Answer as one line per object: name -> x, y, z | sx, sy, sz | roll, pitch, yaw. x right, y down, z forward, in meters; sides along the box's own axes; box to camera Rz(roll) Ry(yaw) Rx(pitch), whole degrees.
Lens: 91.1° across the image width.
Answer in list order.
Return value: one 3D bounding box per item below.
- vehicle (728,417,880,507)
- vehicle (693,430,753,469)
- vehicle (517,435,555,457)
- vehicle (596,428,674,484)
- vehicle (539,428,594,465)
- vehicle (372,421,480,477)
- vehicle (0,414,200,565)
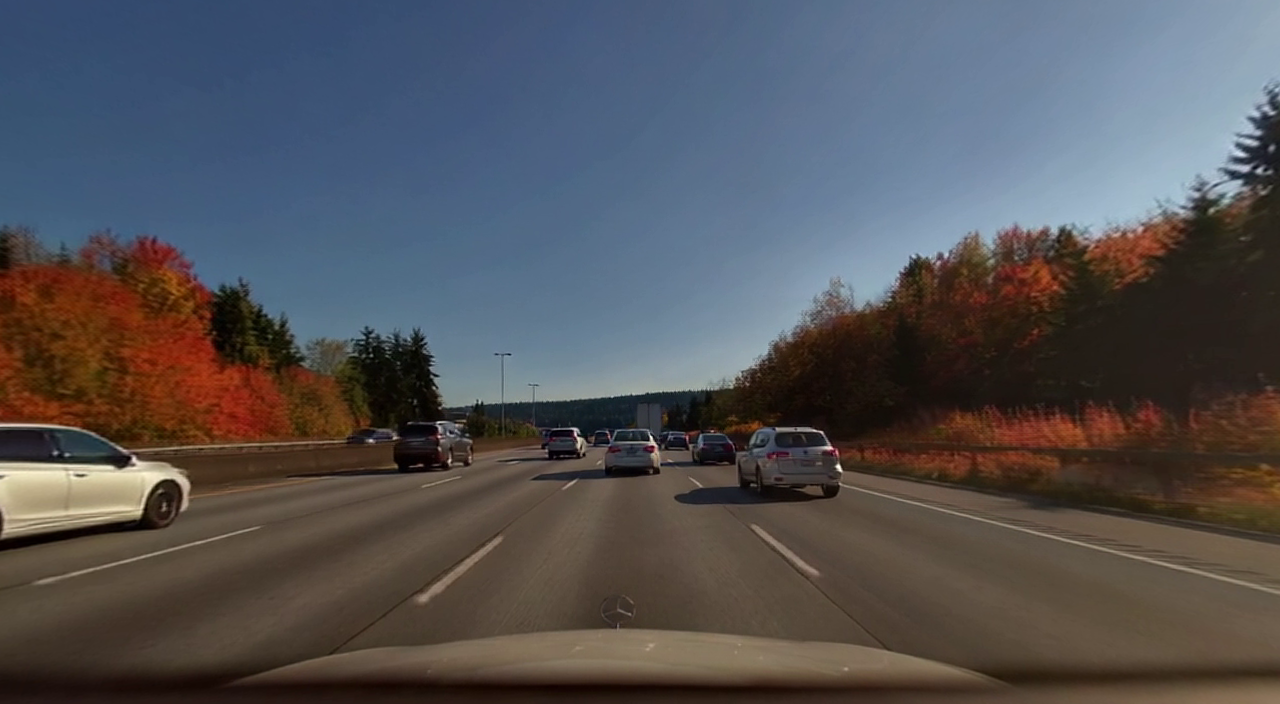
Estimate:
vehicle -> 3.348, 2.326, 13.831 | 2.095, 1.650, 4.331 | 0, -8, -1
vehicle -> 3.487, 4.196, 27.358 | 1.972, 1.516, 4.514 | 0, -8, 0
vehicle -> -7.042, 6.382, 42.966 | 1.896, 1.429, 4.348 | 0, -8, 0
vehicle -> -0.143, 3.119, 19.272 | 2.111, 1.494, 4.364 | 0, -8, 0
vehicle -> -3.537, 4.626, 30.992 | 2.064, 1.672, 4.277 | 0, -8, 1
vehicle -> -7.473, 3.424, 22.542 | 2.117, 1.779, 4.745 | 0, -8, 1
vehicle -> -7.470, 1.511, 7.212 | 1.934, 1.526, 3.966 | 0, -8, 0
